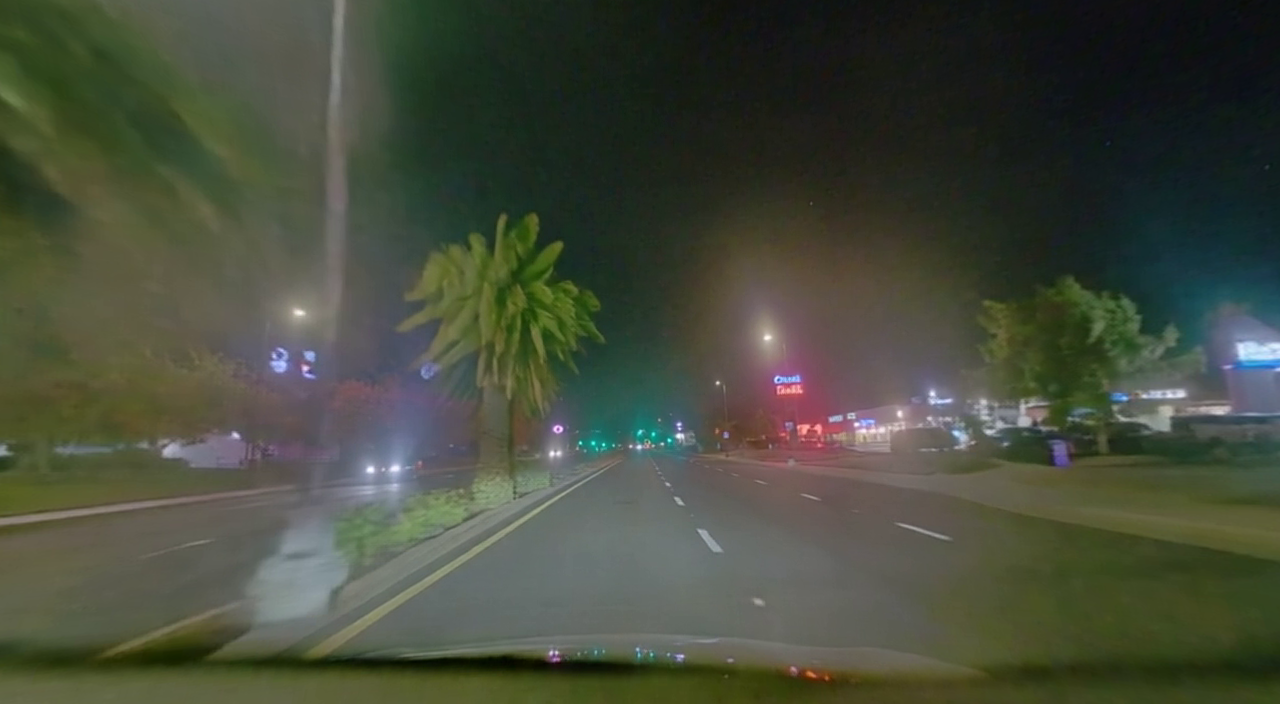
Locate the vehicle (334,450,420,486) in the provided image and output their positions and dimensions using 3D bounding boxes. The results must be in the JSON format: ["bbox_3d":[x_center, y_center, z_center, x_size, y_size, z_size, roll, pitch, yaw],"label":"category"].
[{"bbox_3d":[-12.091,5.336,29.429,2.015,1.484,4.651,0,-8,0],"label":"vehicle"}]
